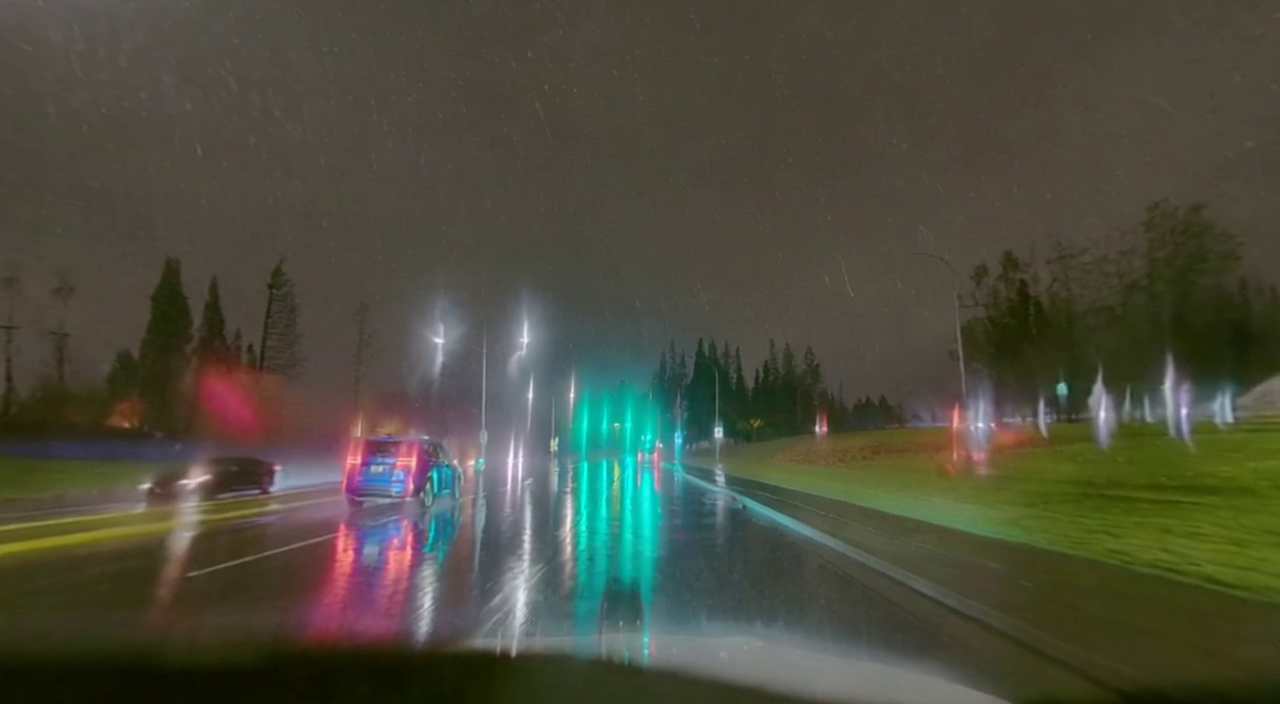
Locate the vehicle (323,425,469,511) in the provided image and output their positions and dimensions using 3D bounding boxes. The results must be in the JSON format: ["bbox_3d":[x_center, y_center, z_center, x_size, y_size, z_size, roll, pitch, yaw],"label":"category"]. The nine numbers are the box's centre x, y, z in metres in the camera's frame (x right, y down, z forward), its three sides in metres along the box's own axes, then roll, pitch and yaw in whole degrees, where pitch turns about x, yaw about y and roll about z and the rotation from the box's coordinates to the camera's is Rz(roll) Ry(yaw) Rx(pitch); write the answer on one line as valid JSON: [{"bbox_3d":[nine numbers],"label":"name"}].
[{"bbox_3d":[-6.070,2.924,16.310,2.027,1.908,4.273,0,-9,0],"label":"vehicle"}]

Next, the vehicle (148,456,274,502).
[{"bbox_3d":[-16.059,4.731,23.846,1.914,1.508,4.004,0,-9,0],"label":"vehicle"}]

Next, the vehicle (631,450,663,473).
[{"bbox_3d":[0.413,7.548,43.545,2.091,1.494,3.962,0,-9,-1],"label":"vehicle"}]
